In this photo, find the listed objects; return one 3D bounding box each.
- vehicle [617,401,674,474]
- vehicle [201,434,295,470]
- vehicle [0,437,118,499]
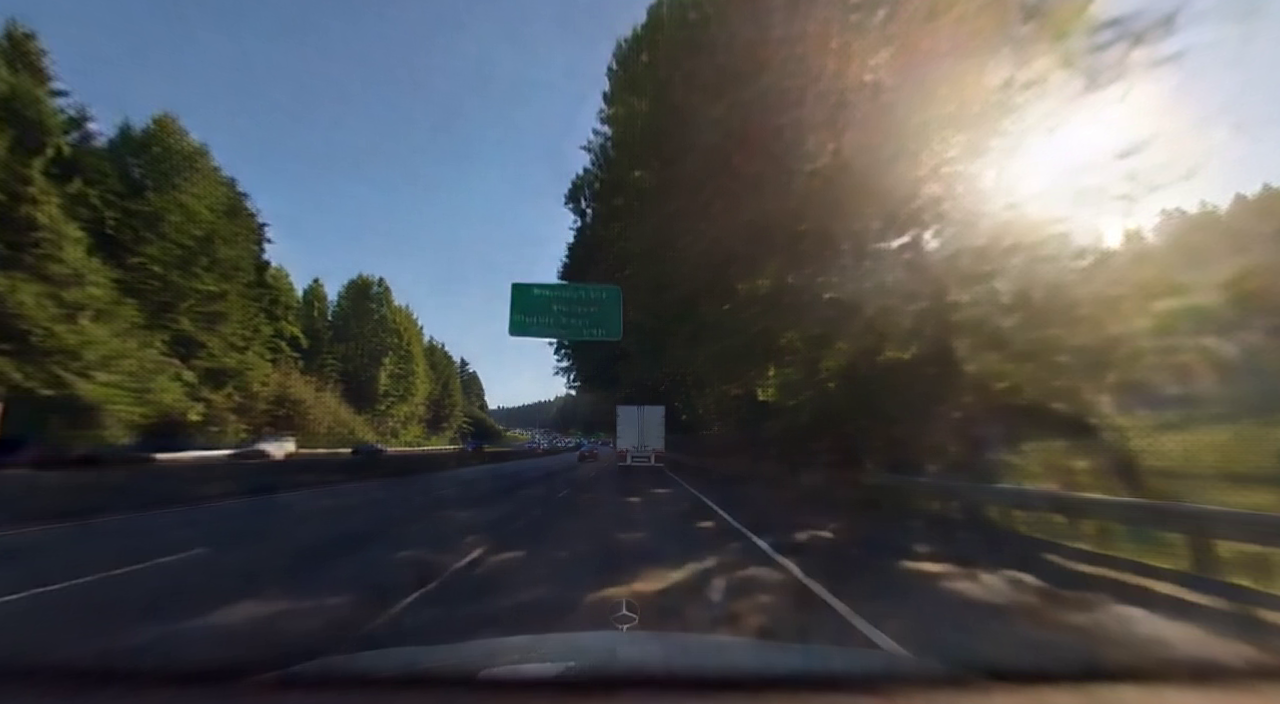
[{"bbox_3d":[0.138,5.429,39.134,2.976,3.800,12.335,0,-9,-1],"label":"vehicle"},{"bbox_3d":[-19.737,5.069,31.996,1.989,1.700,4.294,0,-9,0],"label":"vehicle"},{"bbox_3d":[-16.302,2.966,16.210,1.897,1.464,4.483,0,-9,1],"label":"vehicle"}]
